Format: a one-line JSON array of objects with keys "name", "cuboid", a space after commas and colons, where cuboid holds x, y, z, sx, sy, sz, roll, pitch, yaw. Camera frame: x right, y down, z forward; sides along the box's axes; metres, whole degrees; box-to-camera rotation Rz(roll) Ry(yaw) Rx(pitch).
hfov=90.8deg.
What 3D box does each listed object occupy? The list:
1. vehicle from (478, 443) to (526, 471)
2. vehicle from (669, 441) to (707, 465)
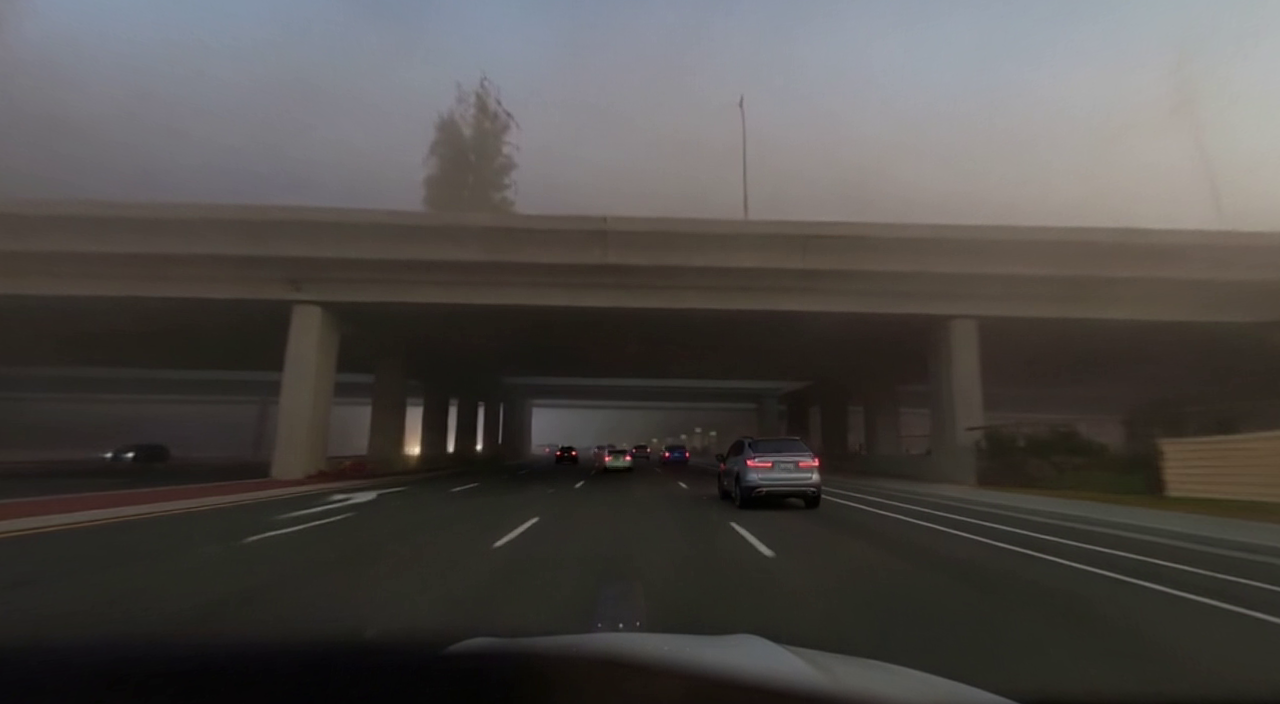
[{"name": "vehicle", "cuboid": [-8.078, 6.188, 37.453, 2.007, 1.519, 4.366, 0, -8, -2]}, {"name": "vehicle", "cuboid": [3.510, 7.509, 47.044, 2.377, 1.678, 4.353, 0, -8, -2]}]
